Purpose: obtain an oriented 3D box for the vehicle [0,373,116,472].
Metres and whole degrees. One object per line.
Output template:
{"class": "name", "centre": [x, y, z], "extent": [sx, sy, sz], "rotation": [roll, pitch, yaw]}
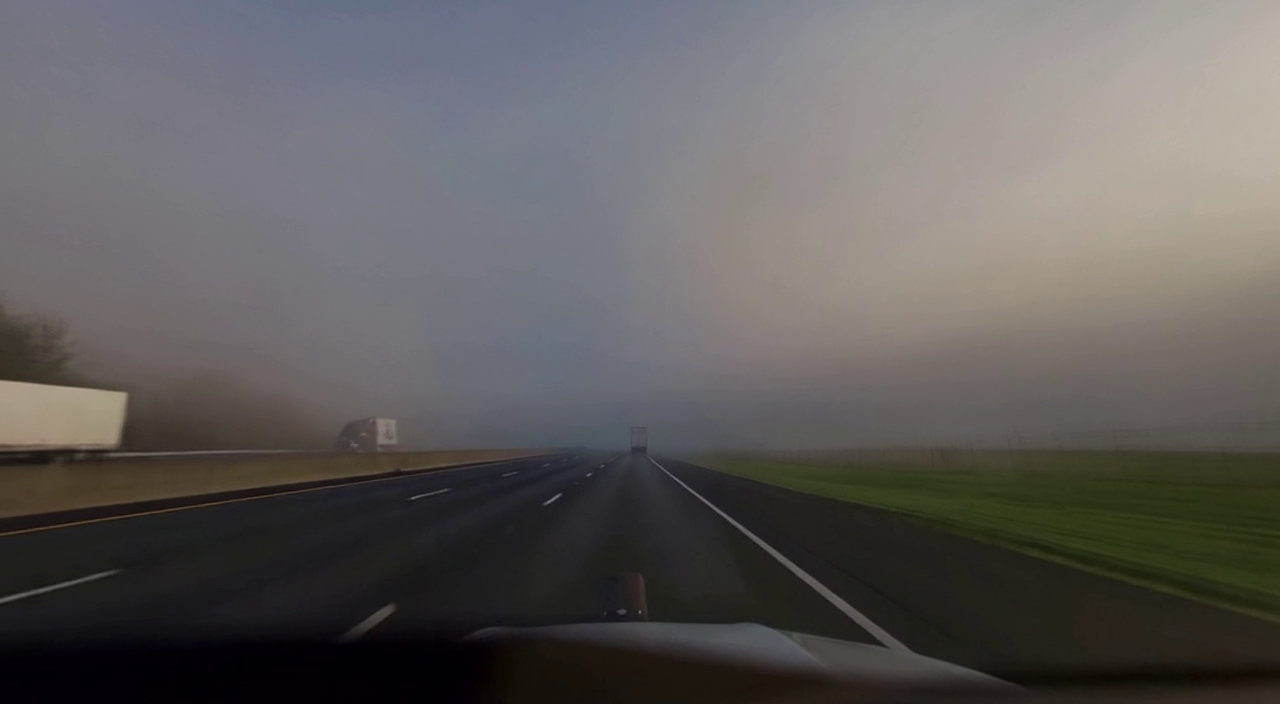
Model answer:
{"class": "vehicle", "centre": [-25.065, 2.316, 21.358], "extent": [3.095, 3.605, 13.571], "rotation": [0, -9, 0]}
